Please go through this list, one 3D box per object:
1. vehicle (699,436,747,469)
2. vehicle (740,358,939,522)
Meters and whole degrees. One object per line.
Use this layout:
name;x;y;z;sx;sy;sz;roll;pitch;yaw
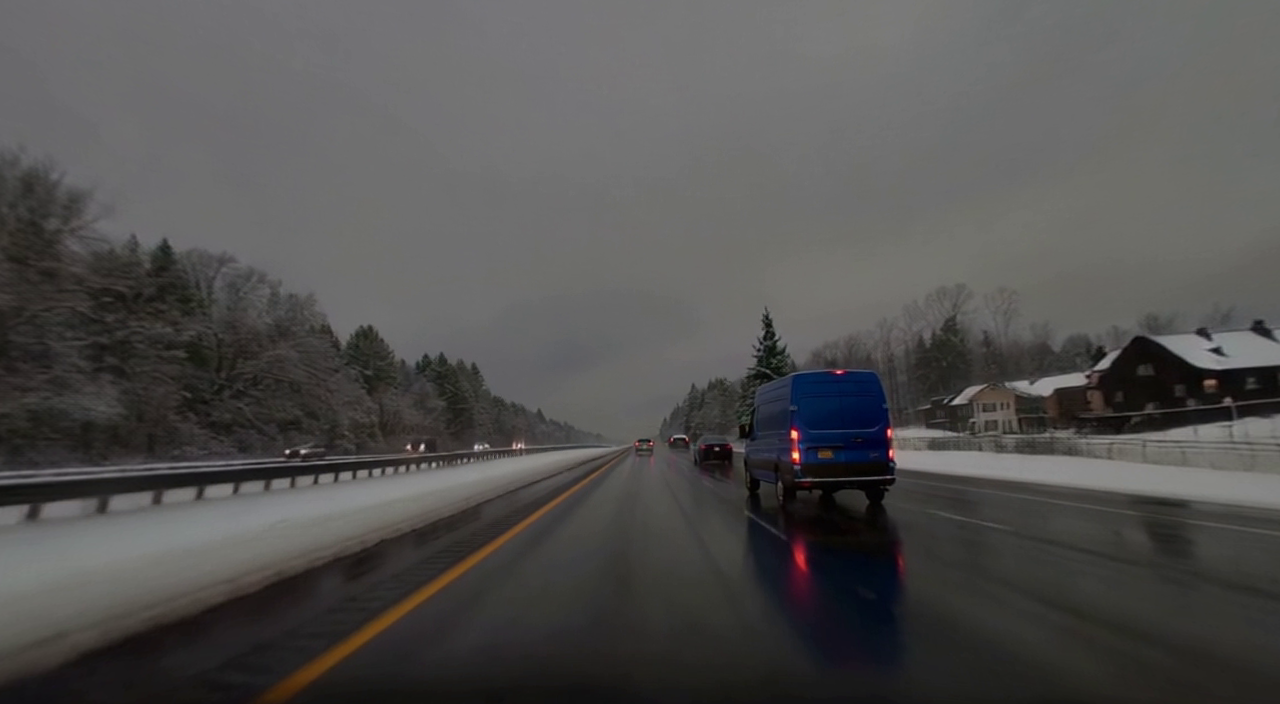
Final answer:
vehicle;4.478;5.487;34.630;2.034;1.651;4.342;0;-8;-1
vehicle;3.730;1.869;13.363;2.302;2.670;5.912;0;-8;1
